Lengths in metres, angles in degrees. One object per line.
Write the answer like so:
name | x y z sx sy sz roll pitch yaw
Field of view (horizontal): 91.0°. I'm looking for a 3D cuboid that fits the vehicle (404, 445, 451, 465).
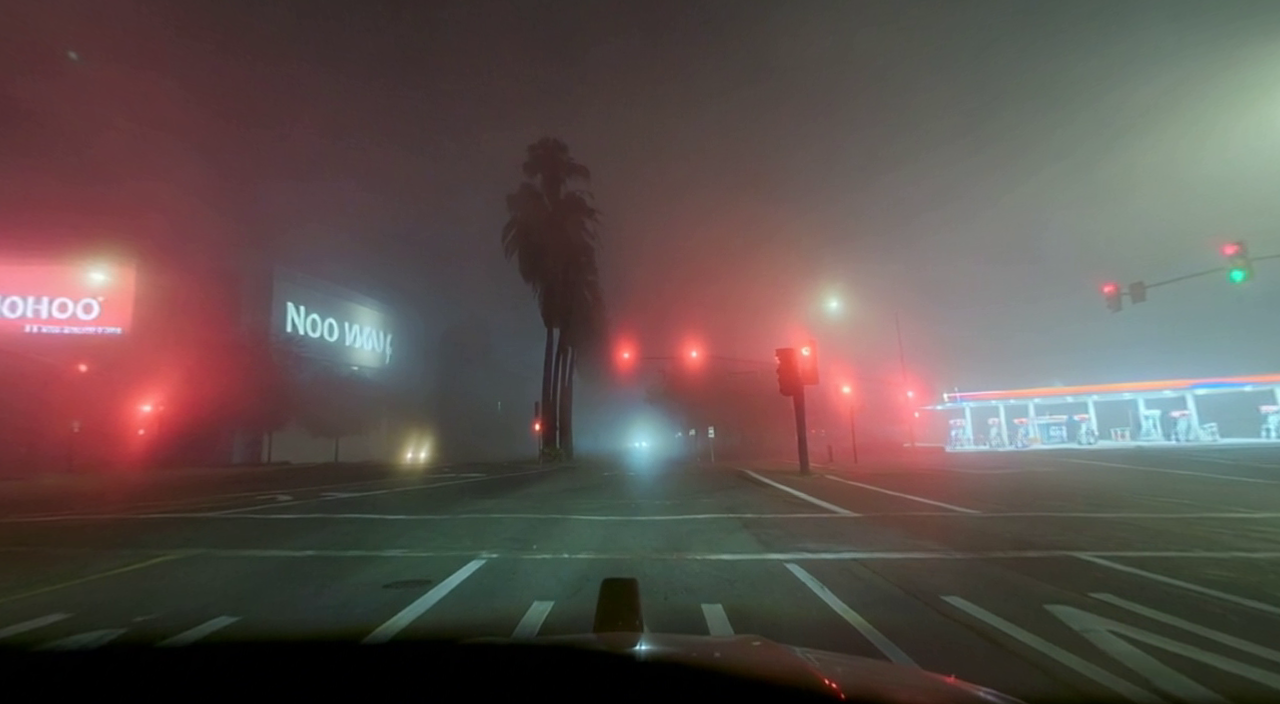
vehicle | -16.380 7.966 48.853 2.033 1.467 4.504 0 -8 1
